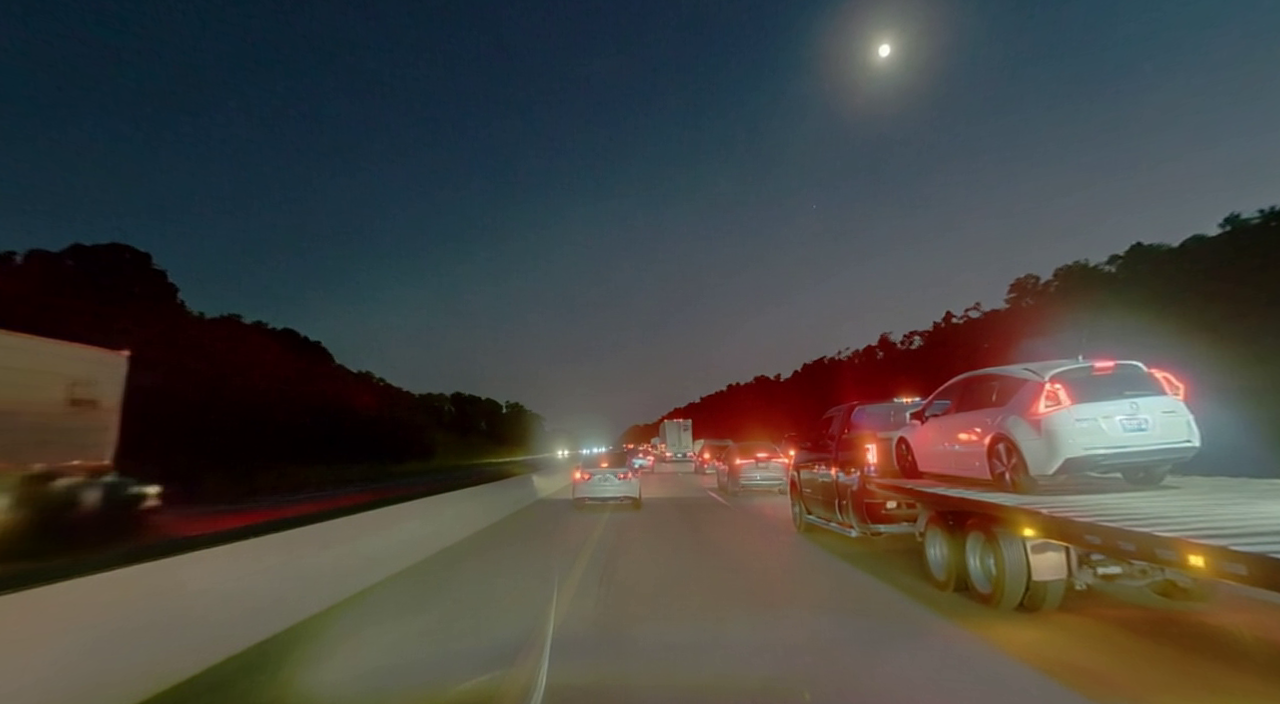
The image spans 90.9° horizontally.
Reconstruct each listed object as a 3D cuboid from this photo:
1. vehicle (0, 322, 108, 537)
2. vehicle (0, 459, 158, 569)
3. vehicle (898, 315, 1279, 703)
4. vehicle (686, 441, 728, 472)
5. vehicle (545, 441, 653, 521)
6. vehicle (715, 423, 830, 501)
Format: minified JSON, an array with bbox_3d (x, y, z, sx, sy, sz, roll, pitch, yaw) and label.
[{"bbox_3d":[-15.484,0.913,8.726,3.329,4.567,14.680,0,-9,0],"label":"vehicle"},{"bbox_3d":[-11.011,2.689,10.796,2.221,1.639,4.105,0,-9,0],"label":"vehicle"},{"bbox_3d":[3.461,0.958,3.717,1.959,1.783,4.407,0,-9,0],"label":"vehicle"},{"bbox_3d":[3.795,6.019,36.364,1.938,1.660,4.223,0,-9,-1],"label":"vehicle"},{"bbox_3d":[-0.738,2.673,13.503,1.991,1.466,3.675,0,-9,0],"label":"vehicle"},{"bbox_3d":[3.511,3.031,17.561,2.303,1.889,3.920,0,-9,0],"label":"vehicle"}]
